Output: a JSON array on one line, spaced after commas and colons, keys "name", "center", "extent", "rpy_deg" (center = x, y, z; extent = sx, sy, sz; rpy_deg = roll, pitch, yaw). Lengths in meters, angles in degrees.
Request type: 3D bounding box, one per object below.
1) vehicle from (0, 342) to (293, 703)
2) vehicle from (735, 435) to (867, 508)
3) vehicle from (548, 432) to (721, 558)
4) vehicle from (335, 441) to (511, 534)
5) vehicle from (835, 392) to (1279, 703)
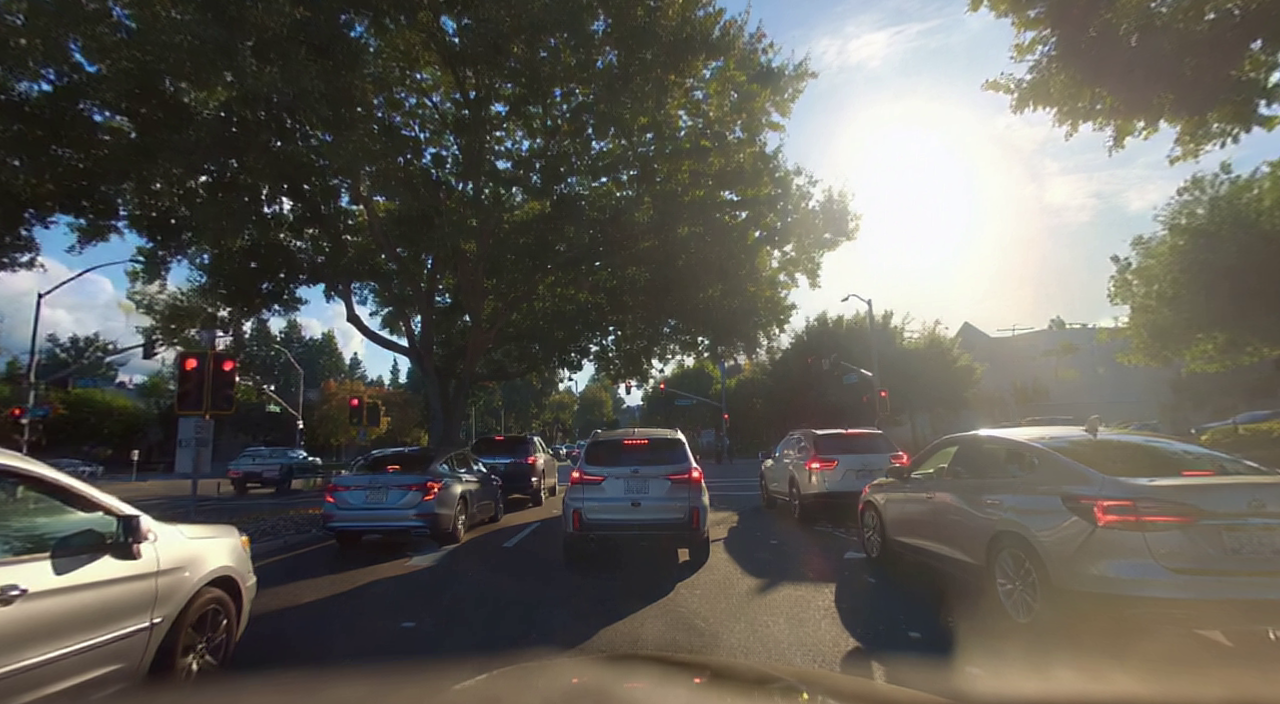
[{"name": "vehicle", "center": [-3.671, 0.844, 2.546], "extent": [2.047, 1.764, 4.369], "rpy_deg": [0, -8, 0]}, {"name": "vehicle", "center": [3.646, 2.780, 15.247], "extent": [1.922, 1.472, 4.440], "rpy_deg": [0, -8, -1]}, {"name": "vehicle", "center": [-0.082, 2.005, 9.591], "extent": [2.061, 1.470, 3.970], "rpy_deg": [0, -8, 0]}, {"name": "vehicle", "center": [-3.928, 2.501, 12.342], "extent": [1.919, 1.459, 4.371], "rpy_deg": [0, -8, -1]}, {"name": "vehicle", "center": [3.381, 1.311, 5.420], "extent": [1.933, 1.564, 4.600], "rpy_deg": [0, -8, 0]}]
